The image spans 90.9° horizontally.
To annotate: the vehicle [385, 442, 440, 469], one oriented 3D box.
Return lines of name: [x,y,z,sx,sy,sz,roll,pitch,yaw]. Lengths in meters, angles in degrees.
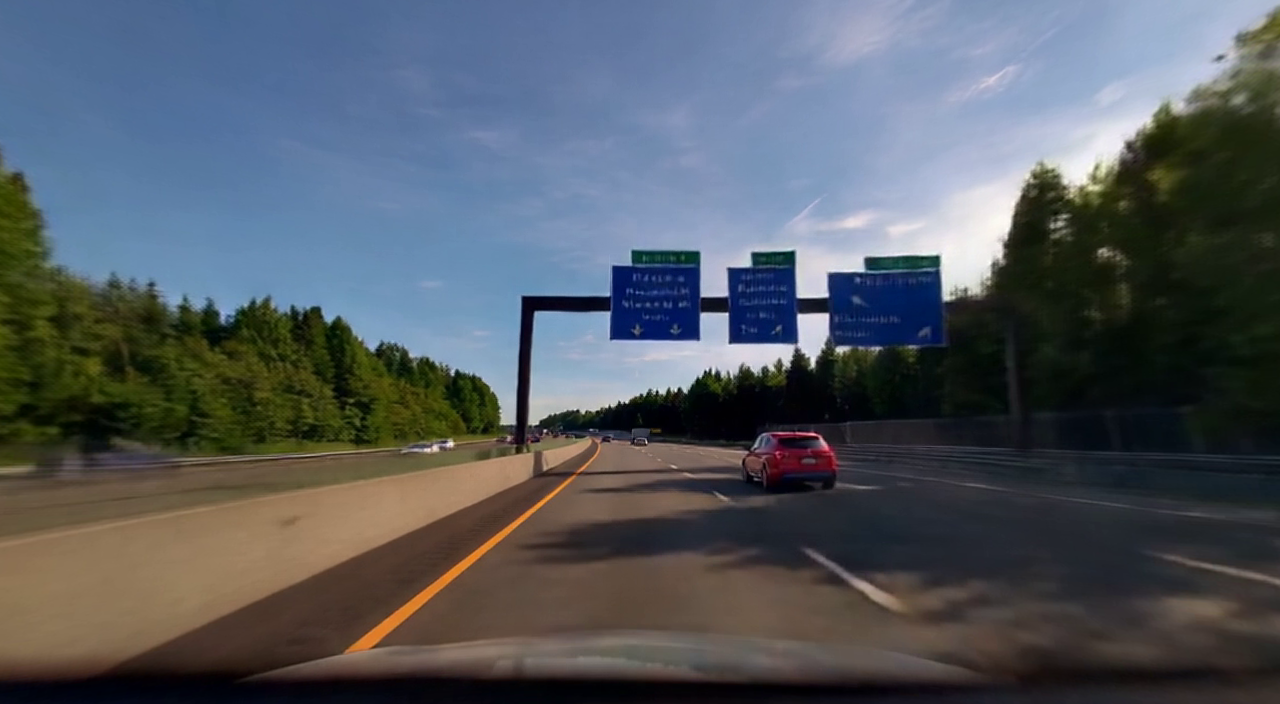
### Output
vehicle: [-14.101,6.421,39.301,1.922,1.530,4.422,0,-8,-2]

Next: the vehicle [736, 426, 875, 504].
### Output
vehicle: [3.639,2.550,14.744,1.958,1.526,4.227,0,-8,-2]

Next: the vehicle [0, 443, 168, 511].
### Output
vehicle: [-16.607,3.554,18.549,1.893,1.670,4.671,0,-8,-2]
